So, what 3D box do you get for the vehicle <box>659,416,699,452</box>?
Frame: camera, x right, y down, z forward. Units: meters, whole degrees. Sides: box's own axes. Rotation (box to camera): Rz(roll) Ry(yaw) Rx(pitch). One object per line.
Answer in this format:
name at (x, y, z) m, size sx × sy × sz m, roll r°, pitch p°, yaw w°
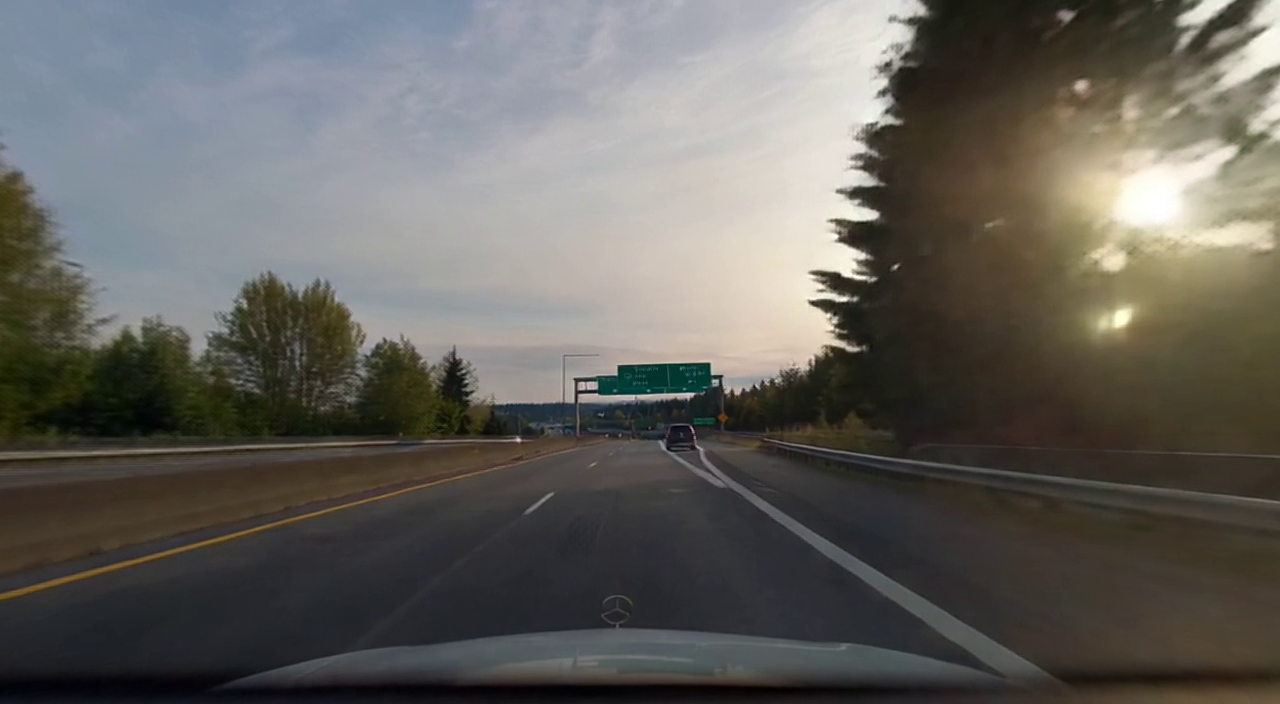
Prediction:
vehicle at (2.604, 5.636, 43.362) m, size 2.450 × 2.314 × 4.753 m, roll 0°, pitch -8°, yaw 0°
